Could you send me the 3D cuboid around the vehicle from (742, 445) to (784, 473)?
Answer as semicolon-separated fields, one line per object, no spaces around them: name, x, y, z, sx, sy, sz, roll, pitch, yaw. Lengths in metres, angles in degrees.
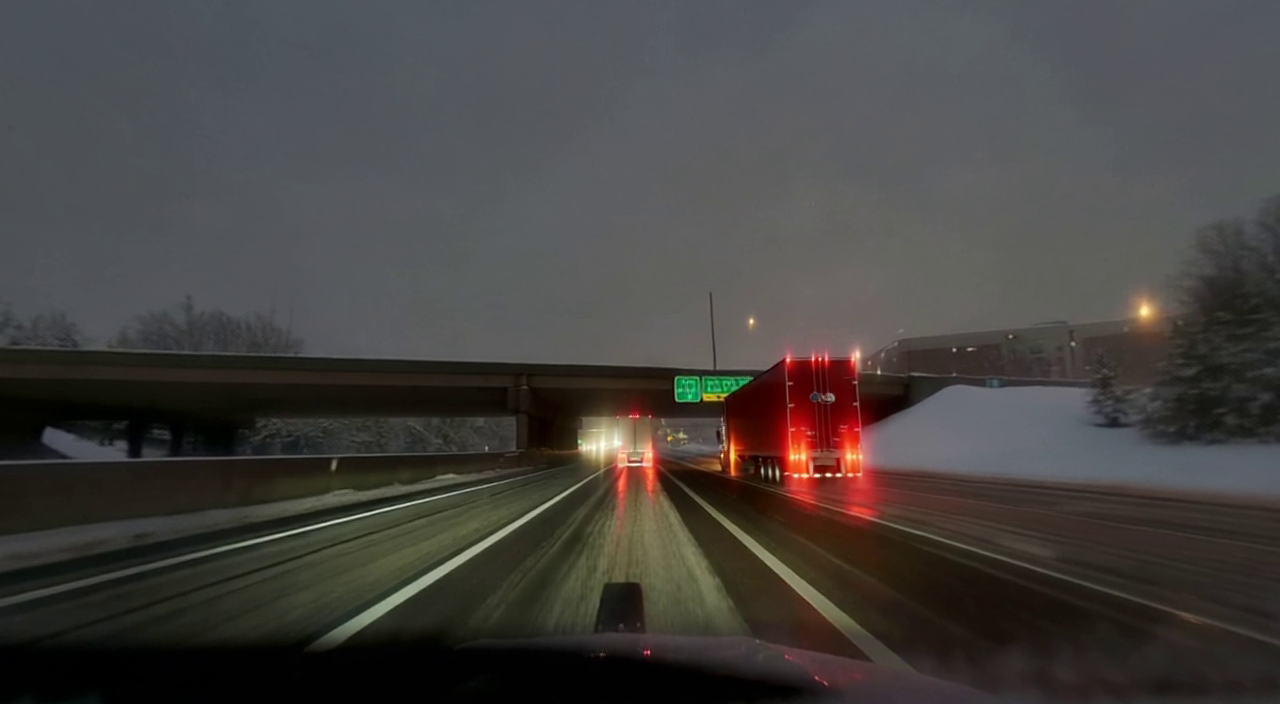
vehicle;7.240;6.331;37.451;1.687;1.503;3.688;0;-9;0
